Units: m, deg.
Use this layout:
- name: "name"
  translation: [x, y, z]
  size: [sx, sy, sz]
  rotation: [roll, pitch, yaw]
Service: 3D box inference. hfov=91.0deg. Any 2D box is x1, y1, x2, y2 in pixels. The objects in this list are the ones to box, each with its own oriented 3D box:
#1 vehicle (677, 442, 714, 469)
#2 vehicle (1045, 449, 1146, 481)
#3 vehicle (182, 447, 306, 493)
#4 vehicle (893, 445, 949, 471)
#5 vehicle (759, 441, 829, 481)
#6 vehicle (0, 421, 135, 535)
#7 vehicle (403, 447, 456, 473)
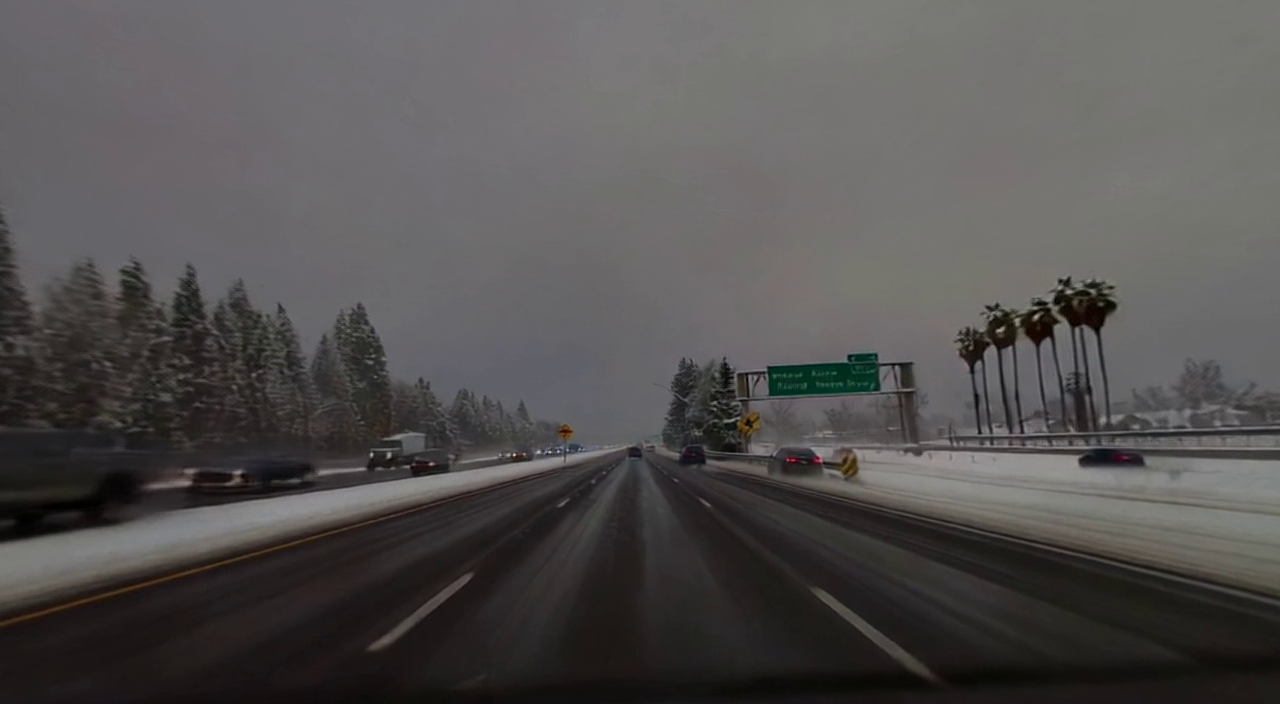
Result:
- name: "vehicle"
  translation: [3.612, 6.873, 41.893]
  size: [2.035, 1.704, 3.867]
  rotation: [0, -9, -1]
- name: "vehicle"
  translation: [22.698, 5.597, 31.611]
  size: [1.774, 1.457, 4.653]
  rotation: [0, -9, 3]
- name: "vehicle"
  translation: [-15.909, 4.718, 25.663]
  size: [1.993, 1.683, 4.737]
  rotation: [0, -9, 0]
- name: "vehicle"
  translation: [19.181, 7.236, 43.156]
  size: [1.887, 1.642, 4.592]
  rotation: [0, -9, 3]
- name: "vehicle"
  translation: [6.787, 4.843, 28.237]
  size: [1.902, 1.623, 4.360]
  rotation: [0, -9, -1]
- name: "vehicle"
  translation: [-12.143, 2.181, 10.949]
  size: [2.197, 1.943, 5.421]
  rotation: [0, -9, 0]
- name: "vehicle"
  translation: [-15.075, 7.714, 45.297]
  size: [2.023, 1.715, 4.559]
  rotation: [0, -9, 2]
